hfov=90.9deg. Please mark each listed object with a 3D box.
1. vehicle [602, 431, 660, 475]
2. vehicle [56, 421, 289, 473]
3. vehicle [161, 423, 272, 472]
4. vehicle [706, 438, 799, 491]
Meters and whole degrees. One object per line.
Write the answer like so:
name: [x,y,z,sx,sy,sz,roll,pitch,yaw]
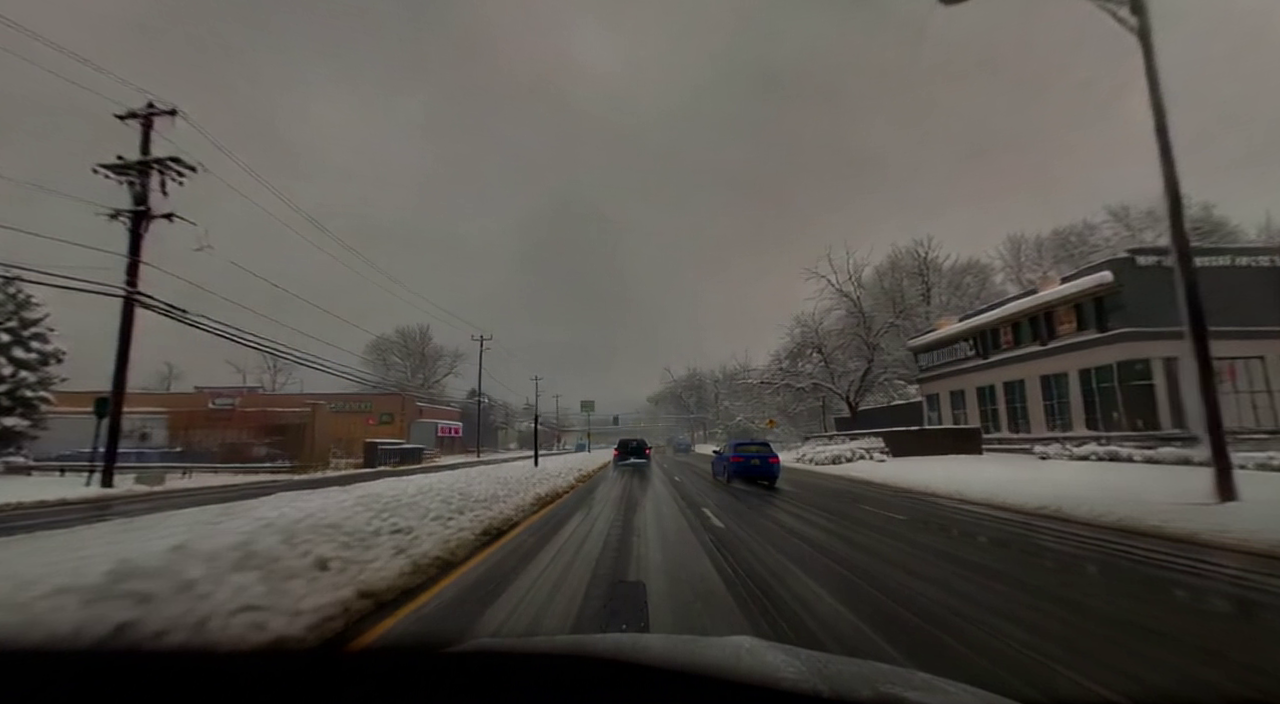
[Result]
vehicle: [-0.377,4.575,28.724,2.441,1.813,4.581,0,-8,0]
vehicle: [-28.024,5.721,38.469,11.007,2.864,3.115,1,-7,-11]
vehicle: [-24.086,5.430,36.042,4.412,2.662,2.544,1,-8,-10]
vehicle: [3.381,3.471,19.895,1.954,1.479,4.557,0,-8,-2]
